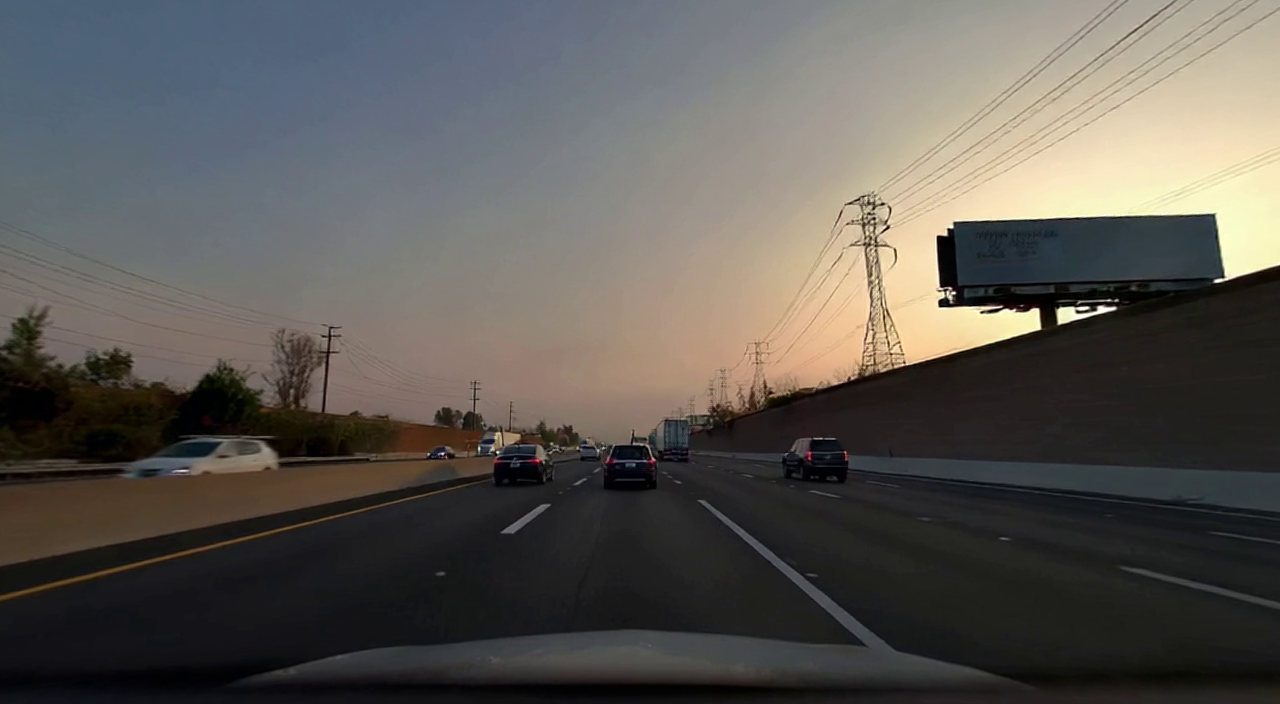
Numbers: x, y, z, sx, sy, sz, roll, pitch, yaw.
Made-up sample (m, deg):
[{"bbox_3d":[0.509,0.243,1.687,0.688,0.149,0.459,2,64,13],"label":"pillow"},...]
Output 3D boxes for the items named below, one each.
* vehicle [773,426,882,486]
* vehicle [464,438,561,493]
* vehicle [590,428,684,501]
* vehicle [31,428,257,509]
[{"bbox_3d":[6.832,3.888,23.802,2.302,1.973,5.502,0,-9,-1],"label":"vehicle"},{"bbox_3d":[-3.815,3.487,19.828,2.025,1.498,4.675,0,-9,0],"label":"vehicle"},{"bbox_3d":[-0.102,2.944,16.865,2.191,1.685,4.015,0,-9,-1],"label":"vehicle"},{"bbox_3d":[-10.127,2.399,13.327,1.842,1.459,3.596,0,-9,-1],"label":"vehicle"}]
